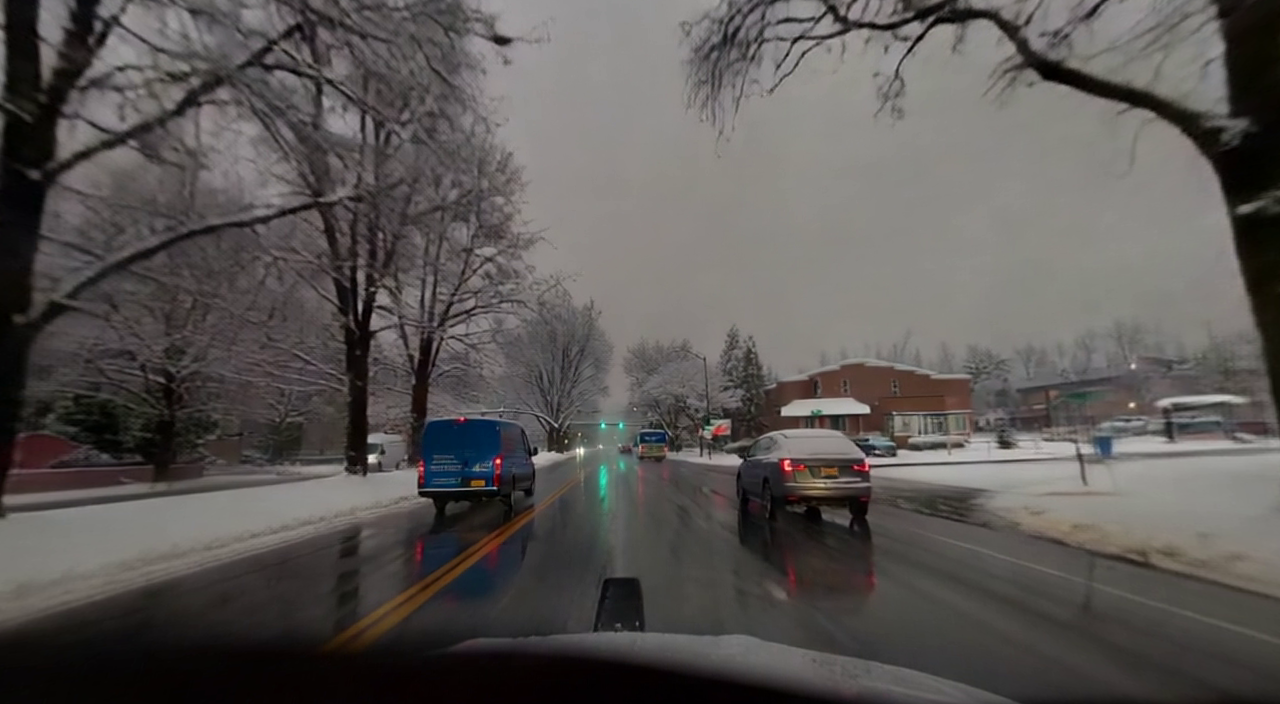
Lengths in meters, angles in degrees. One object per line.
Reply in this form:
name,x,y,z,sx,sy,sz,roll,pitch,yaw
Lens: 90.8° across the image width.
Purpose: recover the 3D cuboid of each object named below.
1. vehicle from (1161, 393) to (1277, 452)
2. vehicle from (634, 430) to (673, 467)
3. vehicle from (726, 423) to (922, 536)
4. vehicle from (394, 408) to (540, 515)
vehicle,39.049,4.892,42.414,10.876,3.559,3.014,6,-11,-34
vehicle,0.936,7.147,47.003,2.397,2.566,5.324,0,-9,-4
vehicle,3.048,2.240,11.722,2.087,1.658,4.612,0,-9,-2
vehicle,-4.002,2.652,15.623,2.420,2.227,4.499,0,-9,-1
